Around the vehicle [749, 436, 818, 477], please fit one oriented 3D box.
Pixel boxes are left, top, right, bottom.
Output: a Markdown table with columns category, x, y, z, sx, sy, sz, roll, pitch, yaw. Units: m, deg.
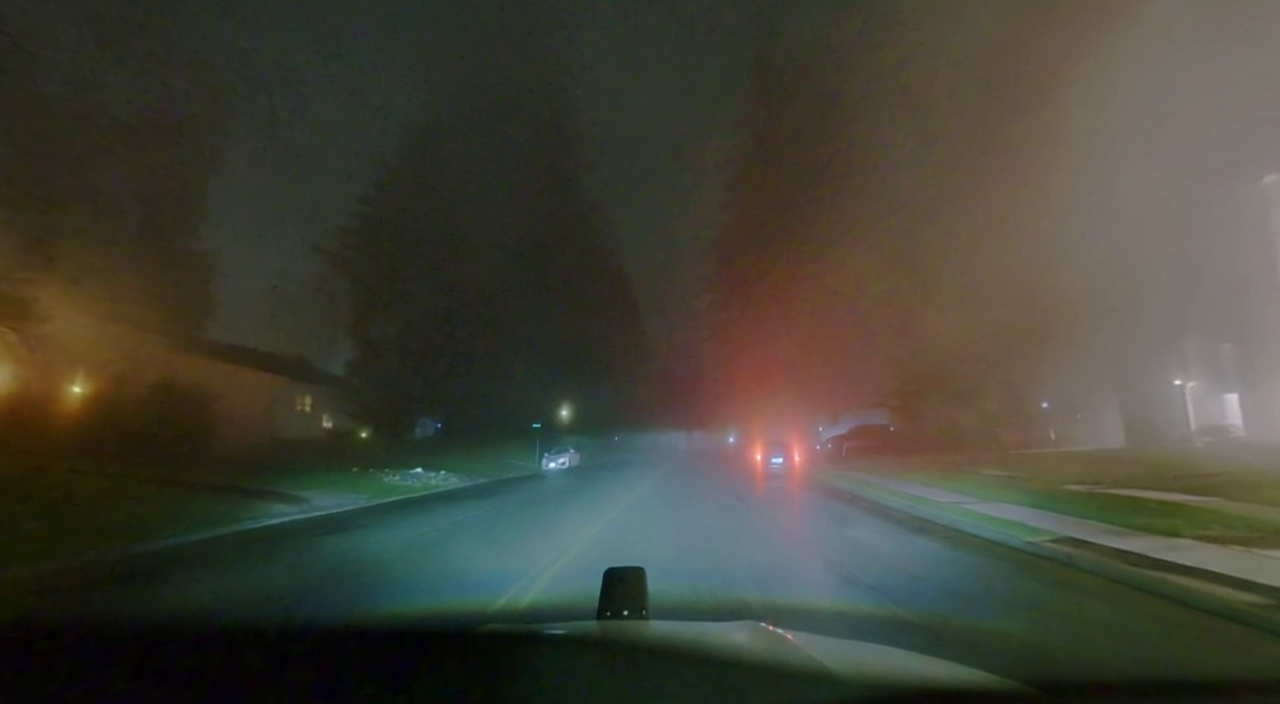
| category | x | y | z | sx | sy | sz | roll | pitch | yaw |
| --- | --- | --- | --- | --- | --- | --- | --- | --- | --- |
| vehicle | 5.621 | 4.138 | 25.198 | 2.129 | 1.490 | 4.369 | -1 | -8 | 6 |

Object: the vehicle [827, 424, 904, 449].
| category | x | y | z | sx | sy | sz | roll | pitch | yaw |
| --- | --- | --- | --- | --- | --- | --- | --- | --- | --- |
| vehicle | 15.067 | 5.690 | 42.311 | 4.403 | 1.662 | 1.882 | 0 | -8 | -3 |
